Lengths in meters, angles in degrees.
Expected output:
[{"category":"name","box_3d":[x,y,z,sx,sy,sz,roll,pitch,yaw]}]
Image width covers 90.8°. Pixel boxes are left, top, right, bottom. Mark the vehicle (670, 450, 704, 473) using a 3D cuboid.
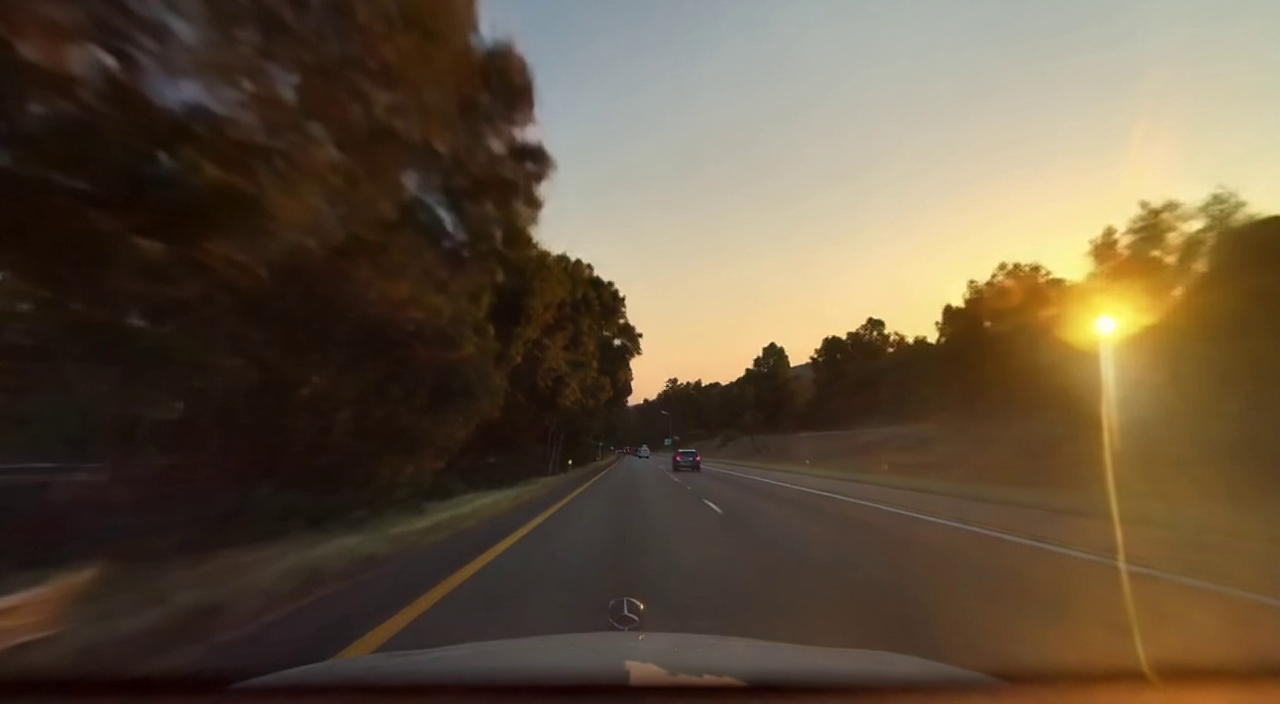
[{"category":"vehicle","box_3d":[3.145,7.364,42.651,1.870,1.486,3.858,0,-9,-2]}]
